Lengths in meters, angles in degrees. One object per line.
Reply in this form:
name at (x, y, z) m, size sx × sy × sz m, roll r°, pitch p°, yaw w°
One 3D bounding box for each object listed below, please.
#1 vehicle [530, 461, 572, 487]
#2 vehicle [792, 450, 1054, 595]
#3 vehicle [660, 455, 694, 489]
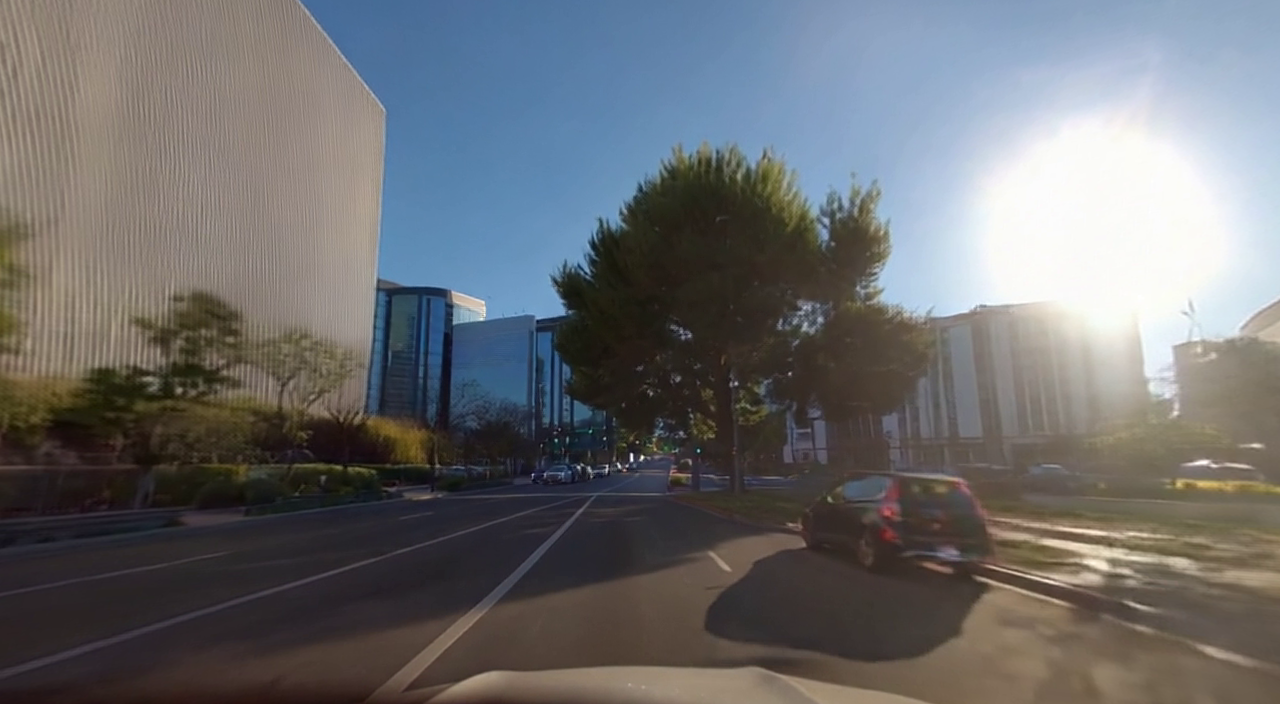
vehicle at (-6.623, 9.151, 47.437) m, size 2.043 × 1.778 × 4.602 m, roll -2°, pitch -10°, yaw 5°
vehicle at (3.417, 2.132, 8.518) m, size 1.899 × 1.470 × 3.666 m, roll 0°, pitch -10°, yaw 2°
vehicle at (2.382, 7.816, 41.196) m, size 2.064 × 2.010 × 4.791 m, roll 0°, pitch -10°, yaw 2°
